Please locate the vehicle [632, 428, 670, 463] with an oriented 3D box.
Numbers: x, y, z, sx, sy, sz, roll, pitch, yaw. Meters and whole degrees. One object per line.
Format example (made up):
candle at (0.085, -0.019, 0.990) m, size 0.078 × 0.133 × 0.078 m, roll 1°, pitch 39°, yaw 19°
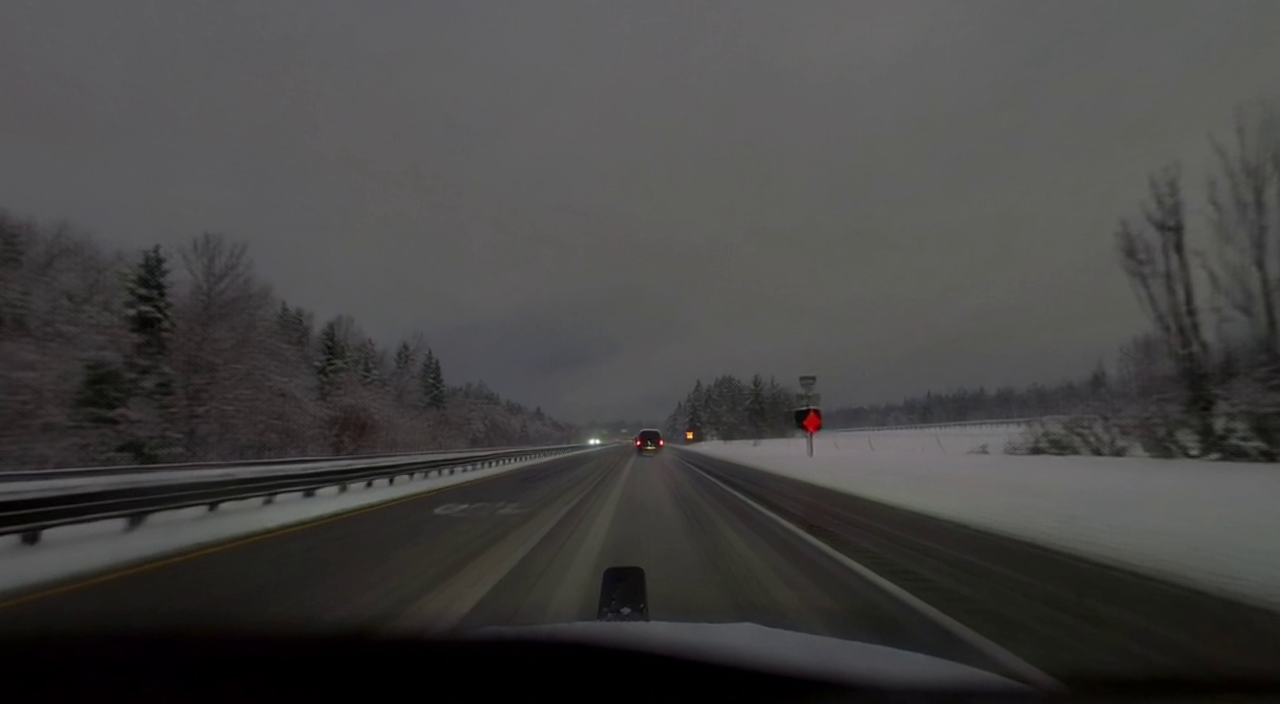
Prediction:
vehicle at (0.730, 6.100, 41.049) m, size 2.277 × 2.109 × 4.922 m, roll 0°, pitch -8°, yaw 1°
